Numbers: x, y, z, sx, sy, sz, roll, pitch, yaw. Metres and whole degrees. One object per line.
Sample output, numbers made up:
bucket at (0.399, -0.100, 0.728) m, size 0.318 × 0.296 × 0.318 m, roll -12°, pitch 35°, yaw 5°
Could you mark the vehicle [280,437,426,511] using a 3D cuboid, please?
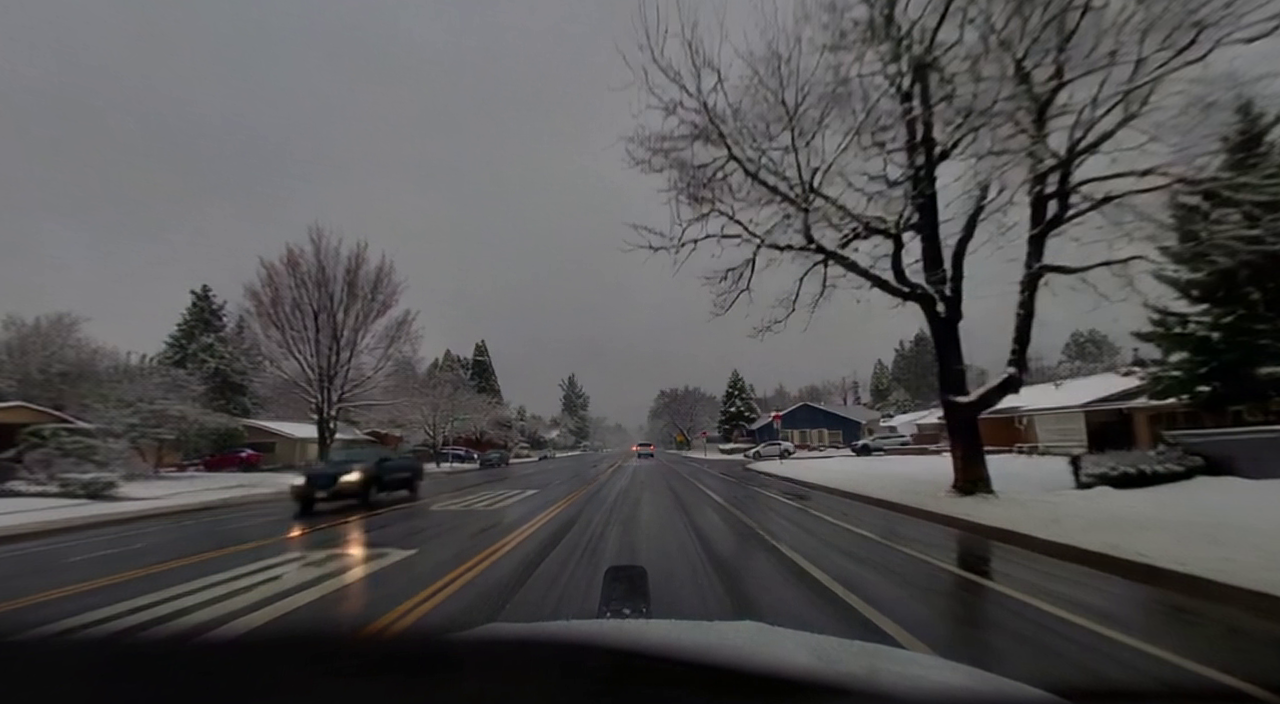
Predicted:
vehicle at (-7.627, 3.255, 17.295) m, size 1.977 × 1.753 × 4.128 m, roll 0°, pitch -8°, yaw 1°
